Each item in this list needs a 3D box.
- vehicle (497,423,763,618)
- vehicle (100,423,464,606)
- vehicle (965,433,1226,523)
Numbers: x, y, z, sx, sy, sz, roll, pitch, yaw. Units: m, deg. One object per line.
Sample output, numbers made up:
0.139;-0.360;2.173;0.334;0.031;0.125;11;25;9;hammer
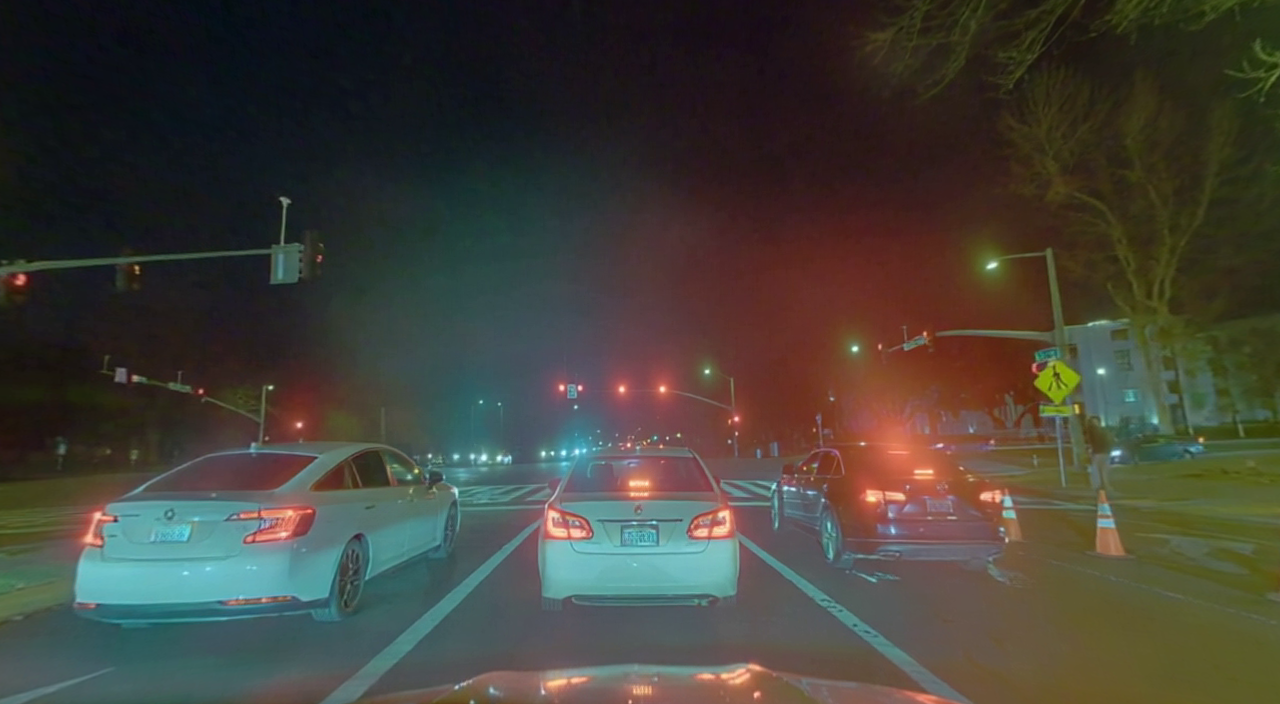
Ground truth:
-0.124;1.631;7.113;2.061;1.486;4.332;0;-8;-1;vehicle
-3.608;1.681;7.397;1.863;1.526;4.006;0;-9;1;vehicle
9.356;2.588;13.595;1.957;1.576;4.670;0;-9;-3;vehicle
